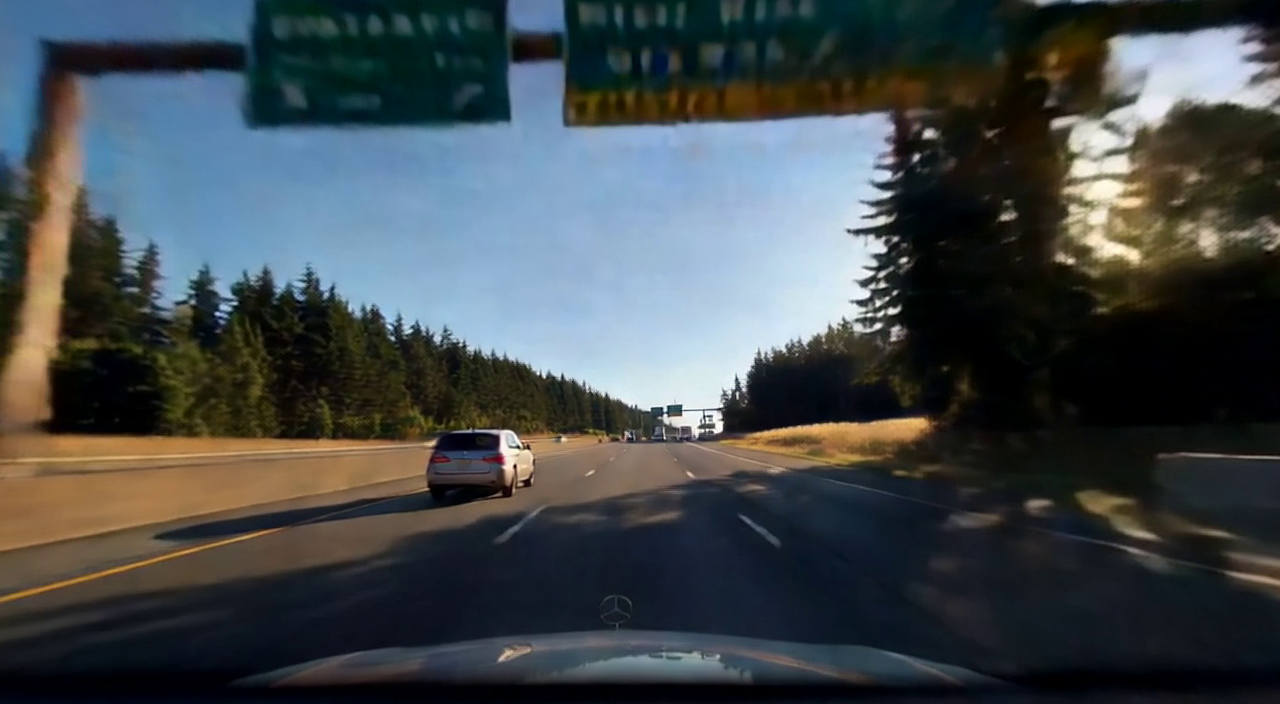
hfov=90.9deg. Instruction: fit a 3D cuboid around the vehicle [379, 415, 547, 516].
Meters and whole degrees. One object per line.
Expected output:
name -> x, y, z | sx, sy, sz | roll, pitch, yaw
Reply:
vehicle -> -3.212, 2.145, 12.443 | 2.084, 1.654, 4.080 | 0, -8, 1
